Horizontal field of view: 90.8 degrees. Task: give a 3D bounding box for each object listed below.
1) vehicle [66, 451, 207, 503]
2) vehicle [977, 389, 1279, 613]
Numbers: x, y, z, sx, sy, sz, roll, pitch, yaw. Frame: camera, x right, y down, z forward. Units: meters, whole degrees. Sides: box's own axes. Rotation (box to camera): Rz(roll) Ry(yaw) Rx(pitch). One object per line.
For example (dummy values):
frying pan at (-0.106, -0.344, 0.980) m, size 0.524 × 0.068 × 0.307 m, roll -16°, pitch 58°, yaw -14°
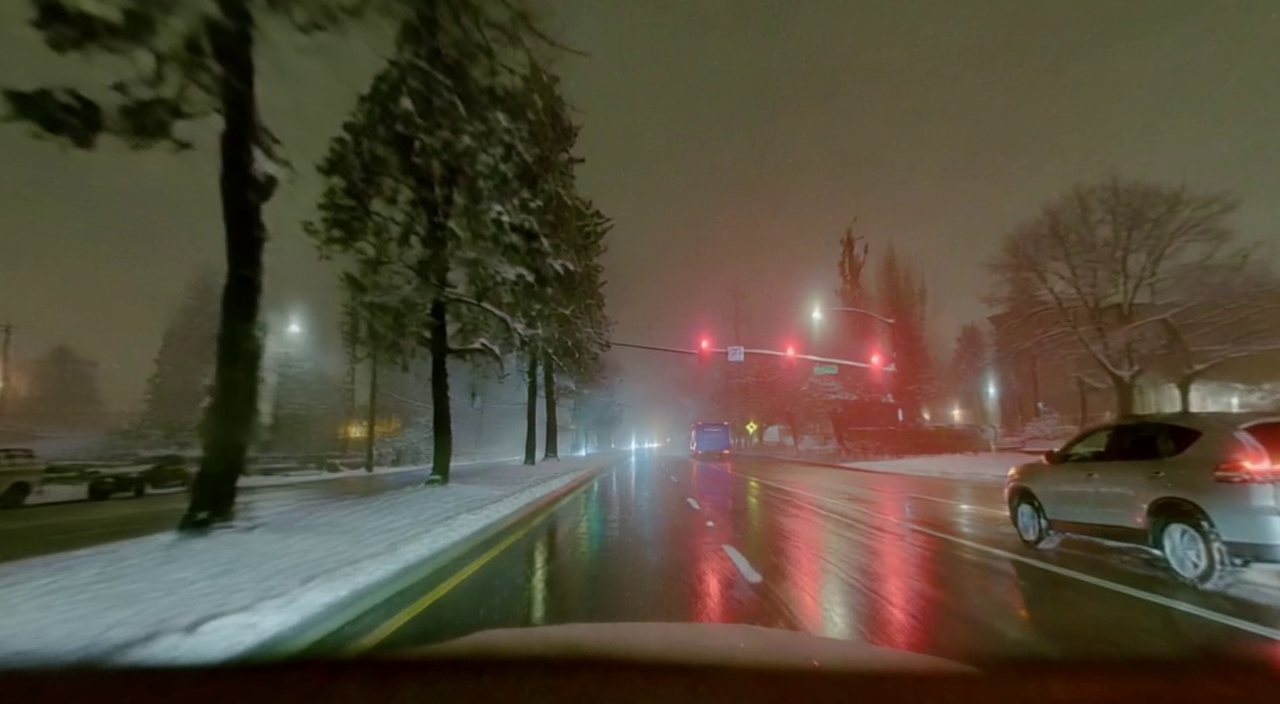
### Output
vehicle at (-19.372, 4.791, 24.614) m, size 2.060 × 1.665 × 4.282 m, roll -3°, pitch -8°, yaw -1°
vehicle at (6.041, 1.468, 6.973) m, size 2.012 × 1.754 × 4.635 m, roll 0°, pitch -8°, yaw 0°
